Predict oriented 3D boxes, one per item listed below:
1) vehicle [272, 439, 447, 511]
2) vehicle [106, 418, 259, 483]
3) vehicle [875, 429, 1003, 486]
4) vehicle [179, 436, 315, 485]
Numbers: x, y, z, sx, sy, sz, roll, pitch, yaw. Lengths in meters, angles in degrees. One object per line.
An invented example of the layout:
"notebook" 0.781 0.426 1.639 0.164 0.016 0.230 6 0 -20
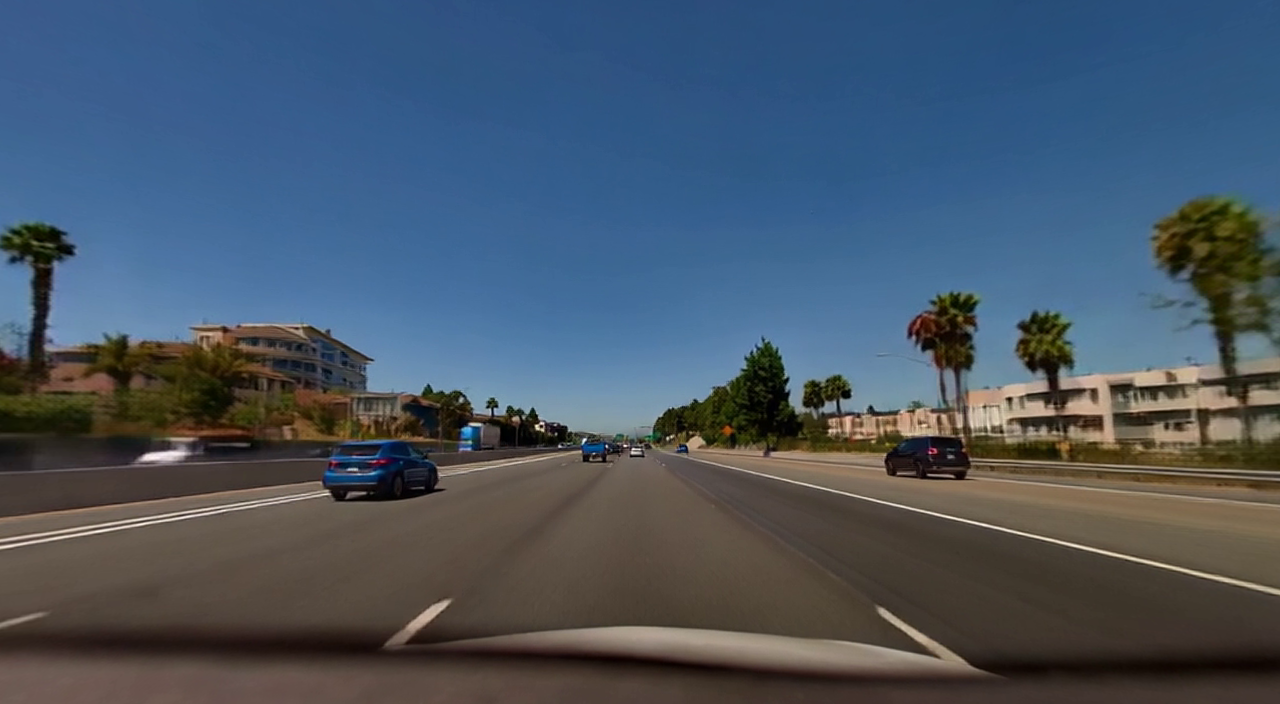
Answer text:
"vehicle" -6.622 2.953 15.717 2.018 1.480 4.999 0 -9 1
"vehicle" -24.687 5.400 34.713 2.883 3.110 7.219 0 -9 0
"vehicle" 10.338 3.693 22.315 2.168 1.792 4.457 0 -9 -3
"vehicle" -14.832 4.124 24.269 2.129 1.694 4.761 0 -9 0
